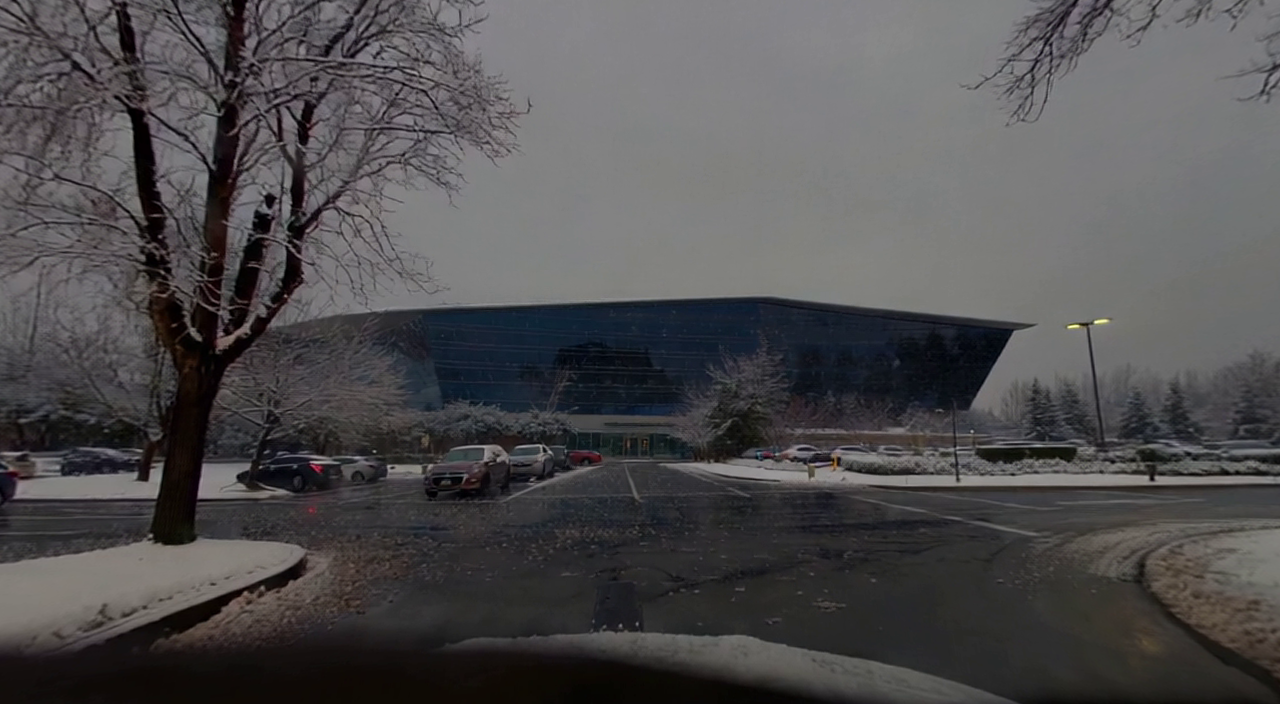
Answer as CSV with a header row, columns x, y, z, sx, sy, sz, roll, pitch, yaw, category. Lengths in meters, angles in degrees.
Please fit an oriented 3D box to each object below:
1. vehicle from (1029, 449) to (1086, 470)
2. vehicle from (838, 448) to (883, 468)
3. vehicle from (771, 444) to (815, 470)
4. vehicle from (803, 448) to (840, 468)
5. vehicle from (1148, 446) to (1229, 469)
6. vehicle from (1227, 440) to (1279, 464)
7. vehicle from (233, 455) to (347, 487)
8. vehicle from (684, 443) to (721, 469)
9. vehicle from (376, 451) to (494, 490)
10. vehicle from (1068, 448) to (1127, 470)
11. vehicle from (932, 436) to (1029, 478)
x,y,z,sx,sy,sz,roll,pitch,yaw,category
28.304,7.286,42.959,1.495,1.371,3.336,-1,-9,-1,vehicle
17.053,8.223,49.069,1.971,1.478,4.477,0,-8,1,vehicle
10.524,7.204,43.703,1.936,1.673,4.305,0,-8,0,vehicle
14.208,8.300,49.644,1.935,1.477,3.719,0,-9,3,vehicle
37.016,7.116,42.776,1.678,1.423,4.191,0,-8,-2,vehicle
43.061,6.810,43.086,1.758,1.572,4.421,0,-8,1,vehicle
-16.742,5.694,30.356,4.331,1.437,1.876,0,-8,2,vehicle
4.597,7.744,47.286,2.262,1.794,5.331,0,-8,1,vehicle
-8.699,4.972,26.901,4.442,1.504,1.809,4,-10,-28,vehicle
31.297,7.308,43.271,1.519,1.371,3.278,0,-8,-1,vehicle
16.477,5.093,30.948,2.048,1.852,4.998,0,-9,1,vehicle
